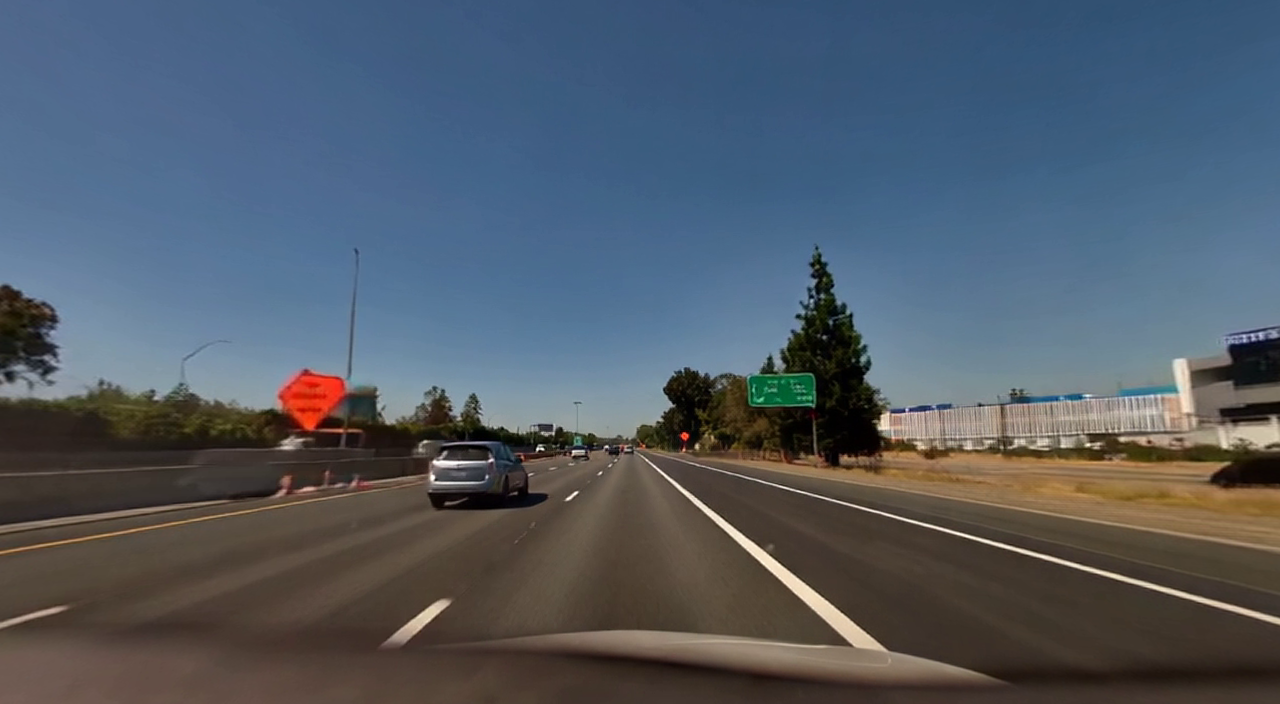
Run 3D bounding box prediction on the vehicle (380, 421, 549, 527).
[{"bbox_3d":[-3.199,2.330,12.587,2.103,1.715,4.371,0,-9,0],"label":"vehicle"}]
